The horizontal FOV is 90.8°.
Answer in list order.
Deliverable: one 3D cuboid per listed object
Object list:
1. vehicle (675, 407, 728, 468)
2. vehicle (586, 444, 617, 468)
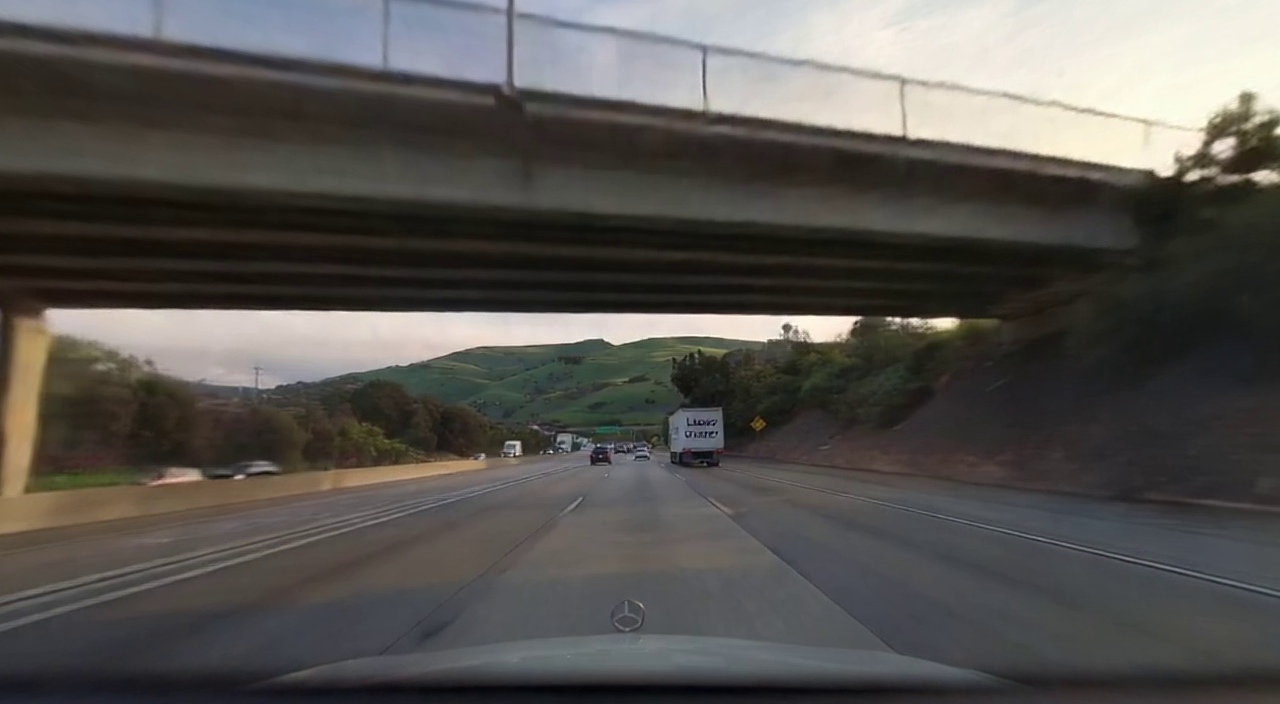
[{"bbox_3d":[4.314,6.304,45.921,2.885,3.992,8.526,0,-9,0],"label":"vehicle"},{"bbox_3d":[-2.805,7.663,46.738,2.052,1.654,4.303,0,-9,0],"label":"vehicle"}]
